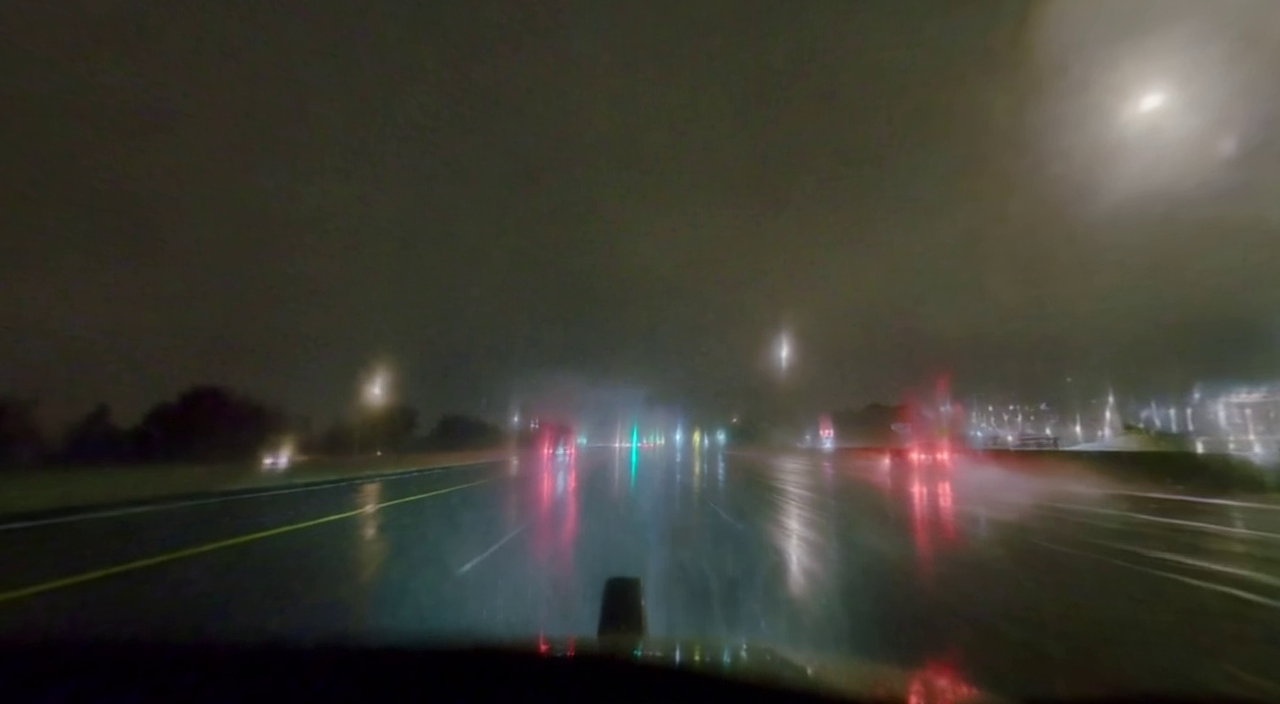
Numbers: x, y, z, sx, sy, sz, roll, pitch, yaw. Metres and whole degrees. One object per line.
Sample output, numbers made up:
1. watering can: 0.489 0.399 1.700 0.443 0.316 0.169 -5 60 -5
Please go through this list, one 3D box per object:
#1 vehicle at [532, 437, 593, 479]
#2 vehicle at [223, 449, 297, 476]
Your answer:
1. vehicle: -3.354 4.661 28.027 2.072 1.706 4.359 0 -8 1
2. vehicle: -25.390 7.375 42.401 1.953 1.706 4.797 0 -8 0
